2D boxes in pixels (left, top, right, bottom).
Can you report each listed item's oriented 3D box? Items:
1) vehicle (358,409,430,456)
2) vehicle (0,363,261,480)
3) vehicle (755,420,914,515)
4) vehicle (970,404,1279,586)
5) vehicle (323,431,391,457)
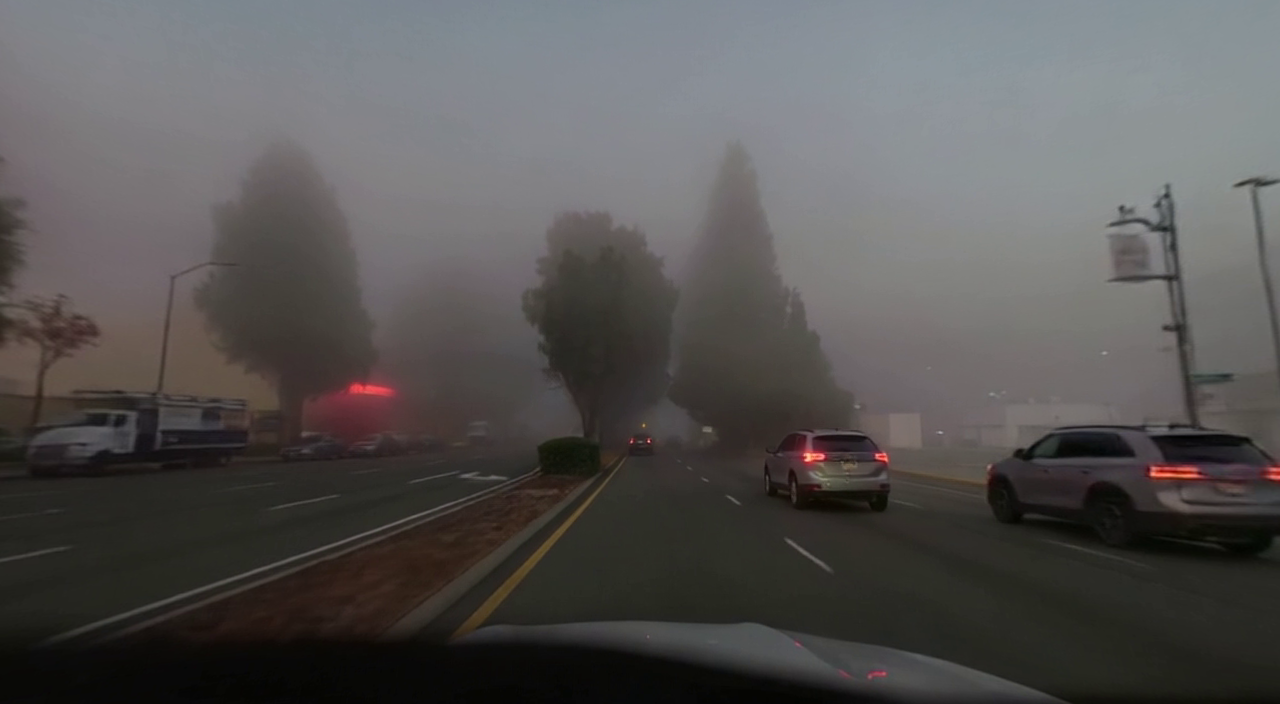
[{"bbox_3d":[-18.619,6.210,48.138,2.811,3.326,6.083,0,-8,2],"label":"vehicle"},{"bbox_3d":[-18.705,2.790,23.642,2.935,3.431,9.380,-2,-9,2],"label":"vehicle"},{"bbox_3d":[3.796,2.332,13.161,2.072,1.669,3.836,0,-8,0],"label":"vehicle"},{"bbox_3d":[6.843,1.731,8.538,2.134,1.738,4.833,0,-8,0],"label":"vehicle"},{"bbox_3d":[-18.646,6.108,41.873,2.015,1.647,5.085,0,-8,2],"label":"vehicle"}]
